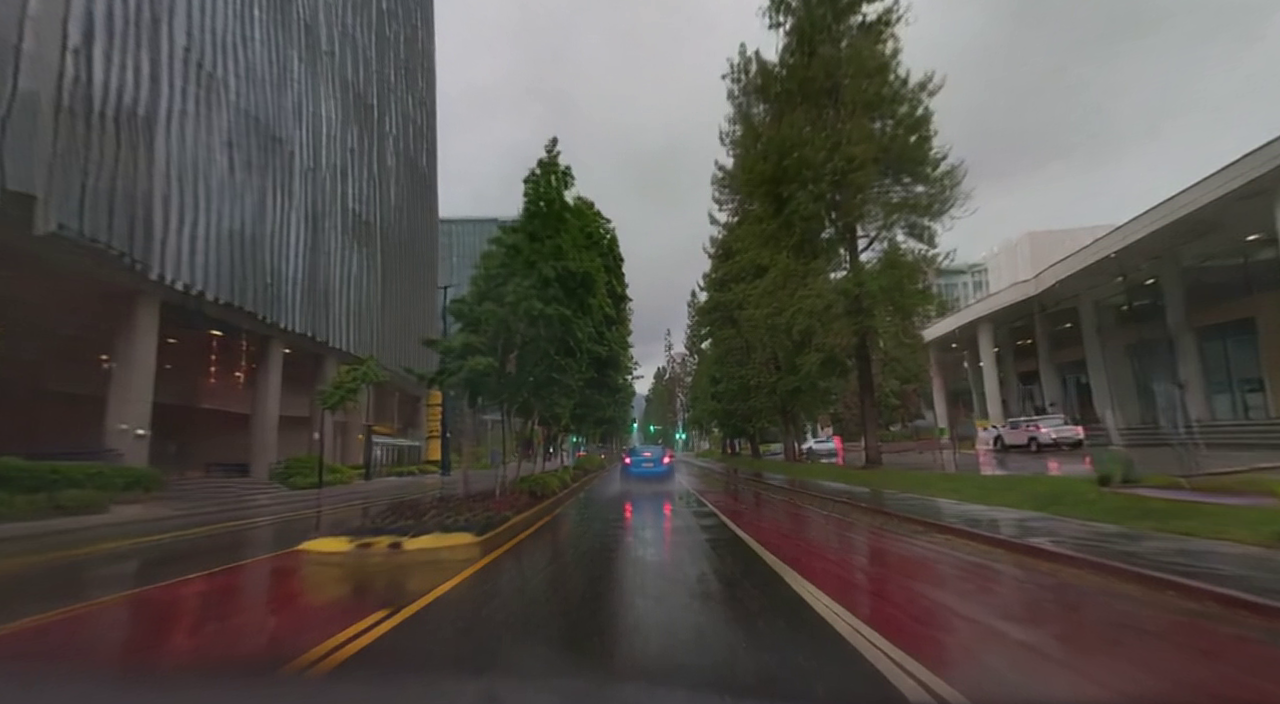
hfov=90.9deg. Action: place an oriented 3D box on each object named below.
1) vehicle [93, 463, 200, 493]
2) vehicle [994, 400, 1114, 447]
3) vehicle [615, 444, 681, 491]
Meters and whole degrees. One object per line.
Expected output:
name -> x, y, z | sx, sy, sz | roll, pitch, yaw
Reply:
vehicle -> -30.421, 7.740, 38.938 | 4.962, 1.561, 1.997 | 7, -11, -39
vehicle -> 15.340, 2.750, 23.632 | 1.979, 1.460, 3.848 | -2, -10, 3
vehicle -> 0.251, 3.914, 21.653 | 2.063, 1.442, 4.135 | 0, -9, 0
